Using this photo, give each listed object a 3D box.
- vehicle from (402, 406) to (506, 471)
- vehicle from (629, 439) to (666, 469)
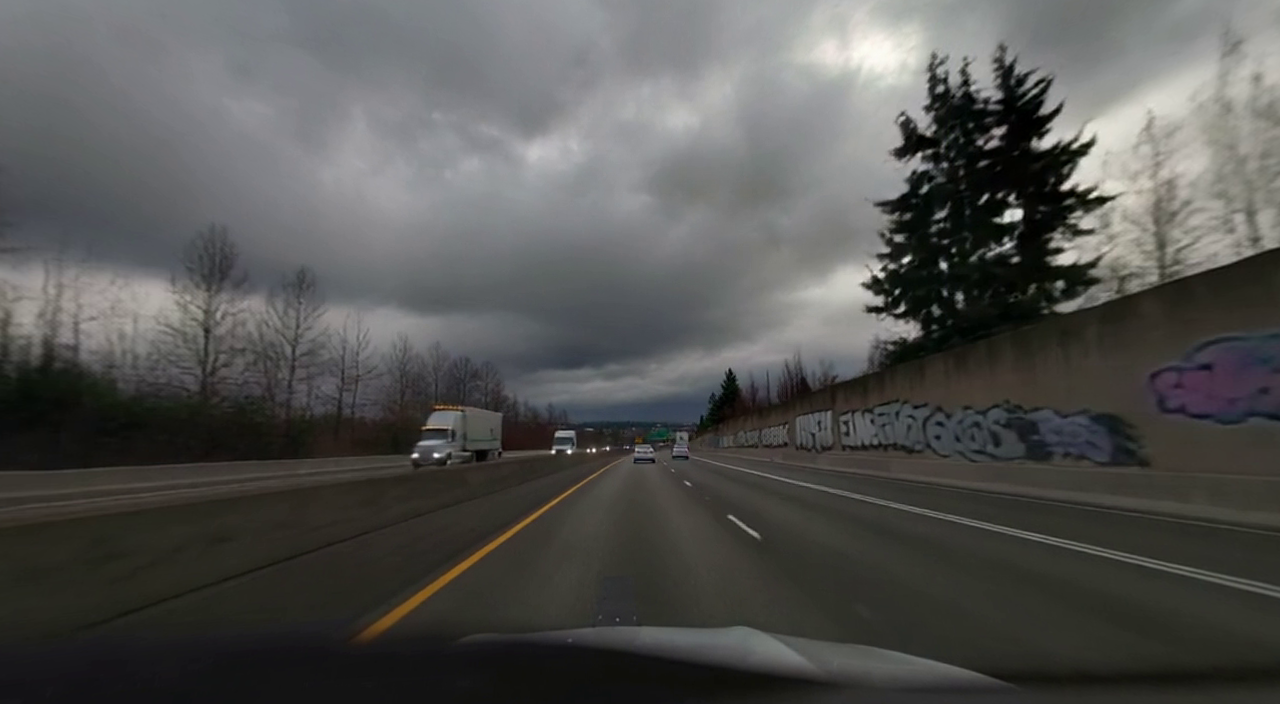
[{"bbox_3d":[-13.365,6.573,46.953,3.286,4.083,14.078,-1,-9,1],"label":"vehicle"},{"bbox_3d":[0.400,6.175,37.967,2.095,1.671,4.219,0,-9,-1],"label":"vehicle"}]
